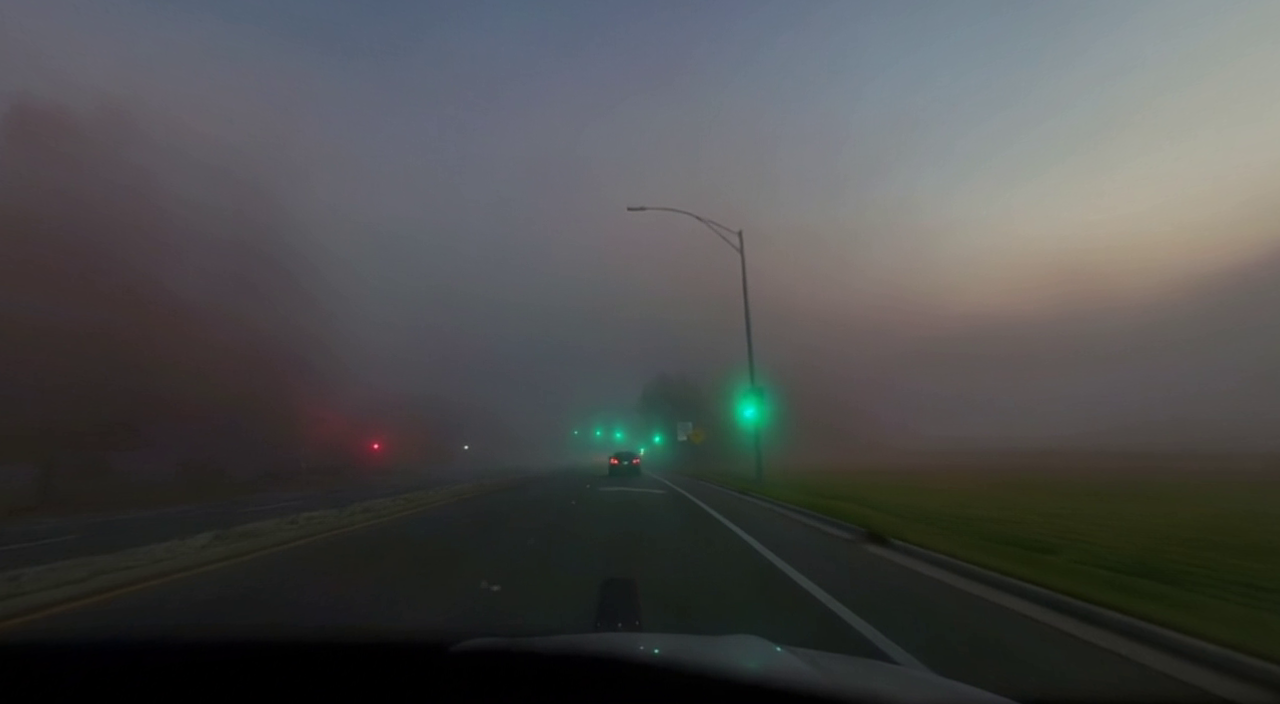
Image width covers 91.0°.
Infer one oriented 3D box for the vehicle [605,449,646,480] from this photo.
[{"bbox_3d":[-0.718,5.661,31.863,1.954,1.469,3.465,0,-9,-1],"label":"vehicle"}]
